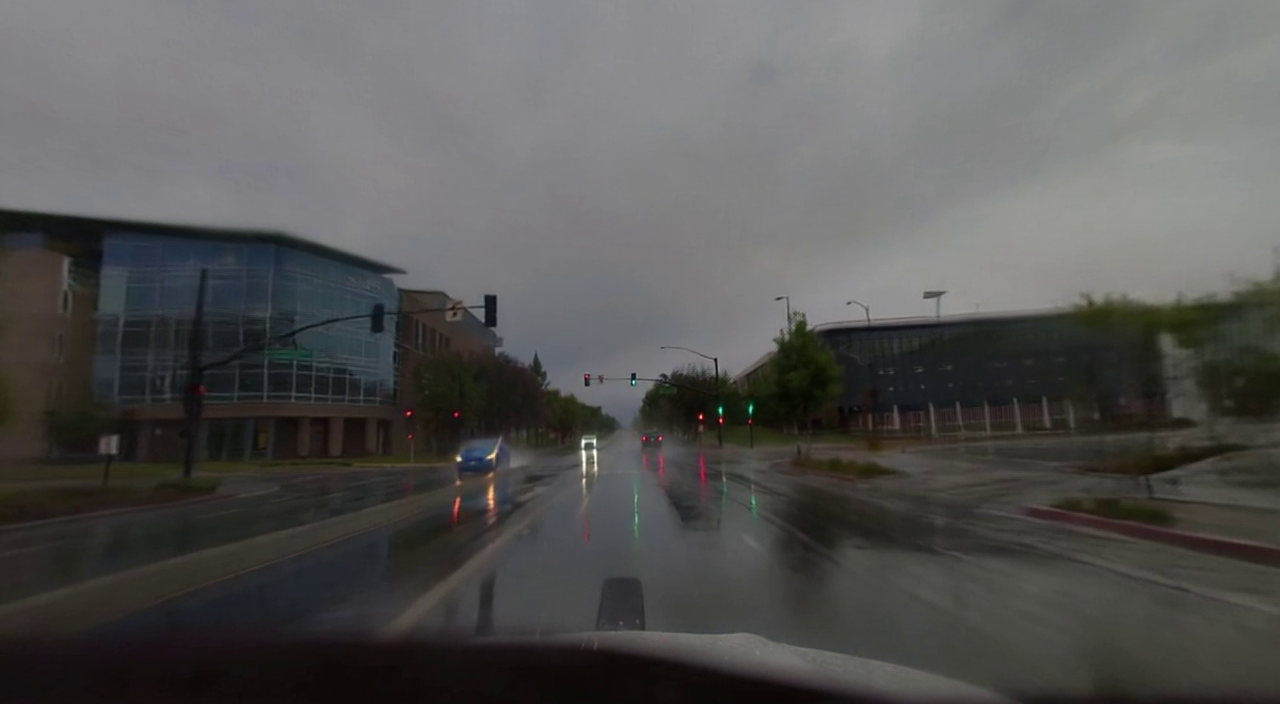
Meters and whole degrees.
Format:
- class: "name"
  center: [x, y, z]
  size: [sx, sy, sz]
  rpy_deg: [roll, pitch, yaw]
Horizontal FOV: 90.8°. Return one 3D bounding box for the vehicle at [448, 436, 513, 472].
- class: "vehicle"
  center: [-7.836, 5.044, 31.414]
  size: [2.165, 1.685, 4.274]
  rpy_deg: [0, -8, -1]
